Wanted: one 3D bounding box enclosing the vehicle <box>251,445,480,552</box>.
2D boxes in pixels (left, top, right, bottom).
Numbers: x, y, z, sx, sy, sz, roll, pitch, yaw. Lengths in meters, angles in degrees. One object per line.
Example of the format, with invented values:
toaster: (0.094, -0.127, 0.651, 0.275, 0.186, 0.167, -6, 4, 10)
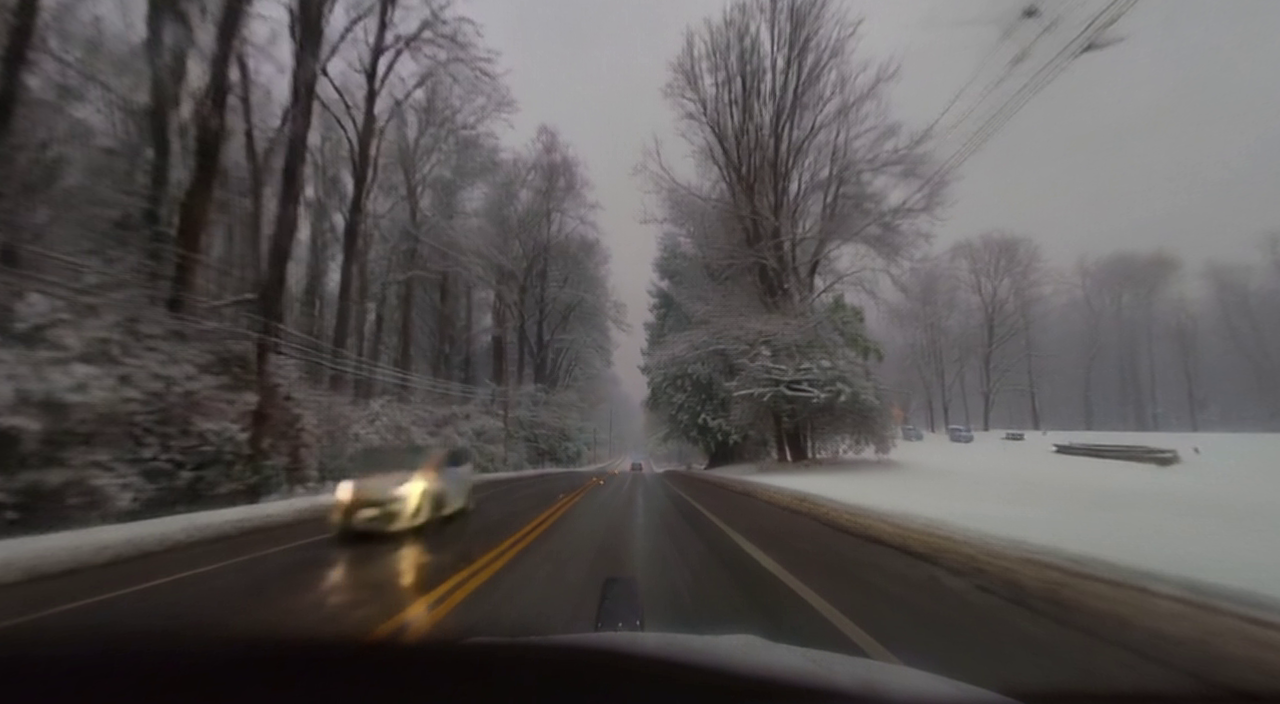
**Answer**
vehicle: (-4.521, 2.439, 11.346, 2.080, 1.512, 4.450, 0, -8, 0)
